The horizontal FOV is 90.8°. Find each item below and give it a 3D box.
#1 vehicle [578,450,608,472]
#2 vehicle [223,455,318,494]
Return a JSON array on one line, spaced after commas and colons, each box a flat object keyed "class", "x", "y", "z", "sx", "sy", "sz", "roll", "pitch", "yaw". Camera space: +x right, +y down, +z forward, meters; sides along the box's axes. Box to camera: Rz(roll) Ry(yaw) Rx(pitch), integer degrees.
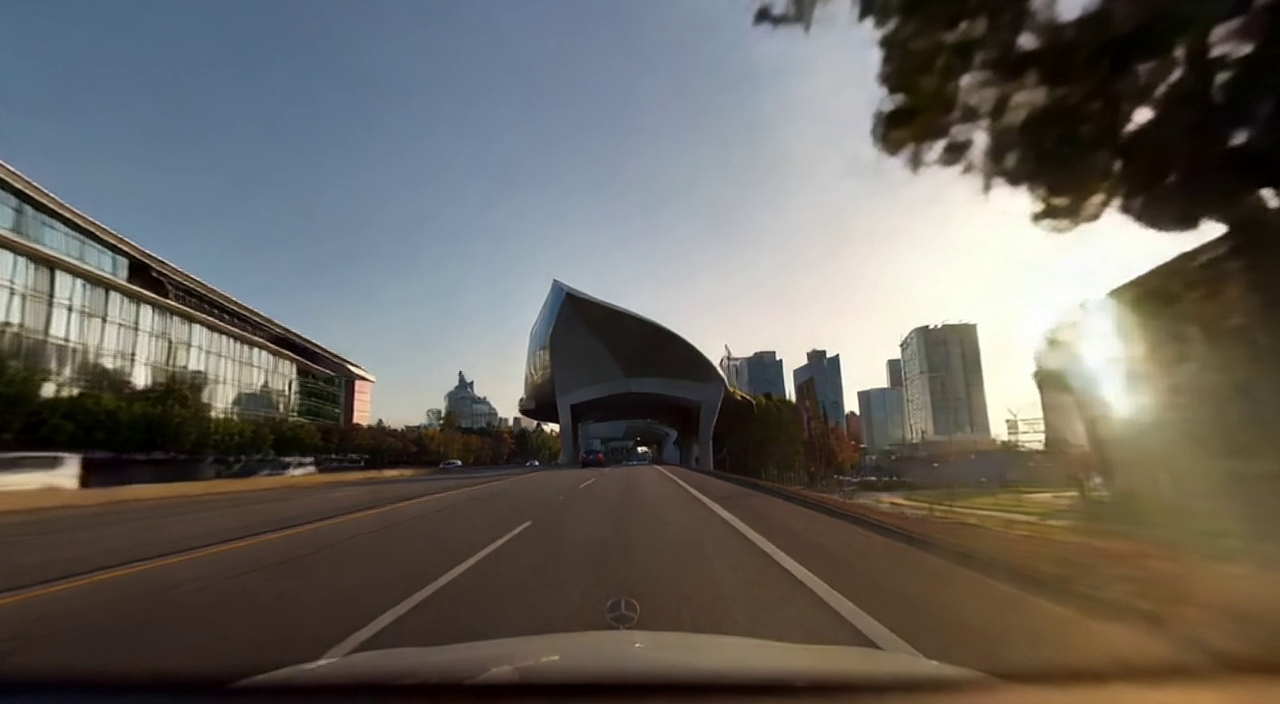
[{"class": "vehicle", "x": -3.575, "y": 8.366, "z": 48.630, "sx": 1.984, "sy": 1.521, "sz": 4.682, "roll": 0, "pitch": -8, "yaw": 0}, {"class": "vehicle", "x": -18.922, "y": 6.268, "z": 32.665, "sx": 2.088, "sy": 1.722, "sz": 4.609, "roll": 0, "pitch": -8, "yaw": 1}]
